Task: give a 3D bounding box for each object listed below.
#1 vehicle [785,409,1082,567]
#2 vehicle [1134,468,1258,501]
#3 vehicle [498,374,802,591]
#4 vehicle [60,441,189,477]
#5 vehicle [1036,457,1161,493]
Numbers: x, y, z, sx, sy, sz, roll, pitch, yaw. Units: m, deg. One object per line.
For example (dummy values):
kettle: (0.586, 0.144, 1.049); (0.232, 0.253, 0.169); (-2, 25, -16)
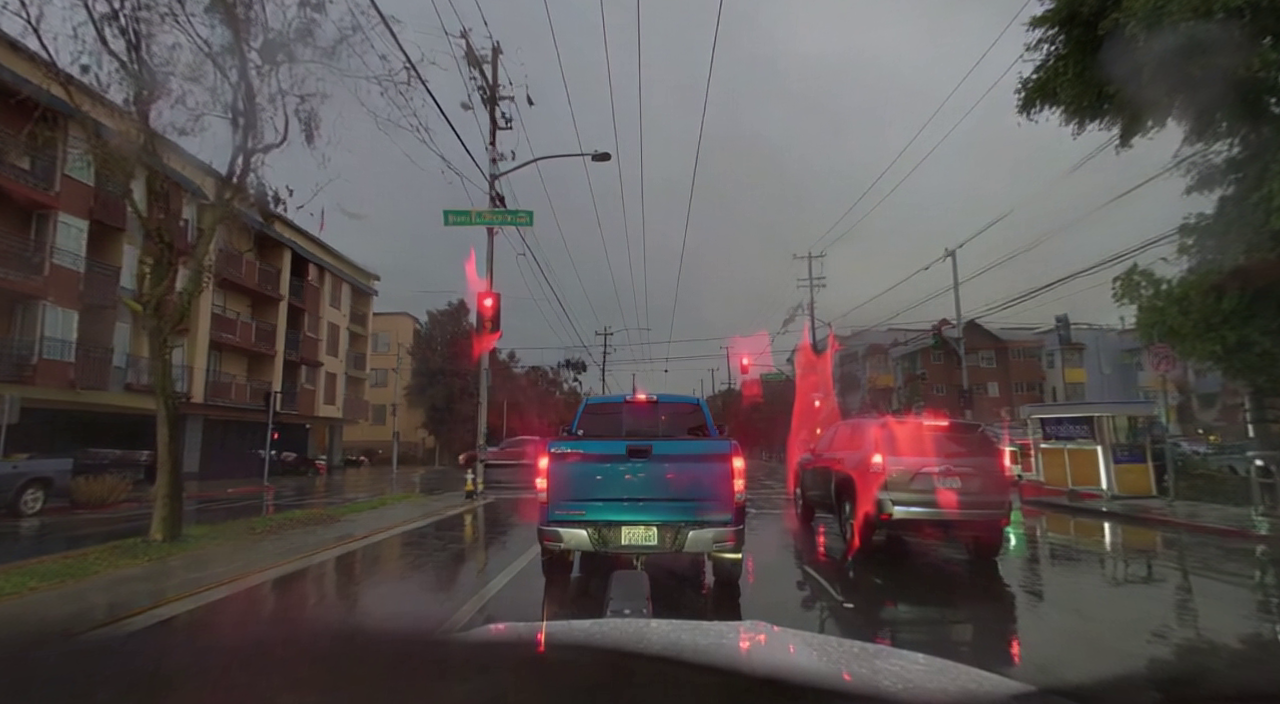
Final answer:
vehicle: (3.843, 1.873, 9.500); (2.131, 1.759, 4.762); (0, -8, -1)
vehicle: (26.377, 6.287, 30.003); (4.071, 1.388, 1.884); (0, -8, 1)
vehicle: (0.118, 1.555, 8.317); (2.738, 1.959, 5.070); (0, -8, 1)
vehicle: (-24.841, 5.155, 30.480); (4.563, 1.692, 1.778); (0, -8, -1)
vehicle: (21.836, 5.860, 30.162); (4.498, 1.618, 1.843); (0, -8, 0)
